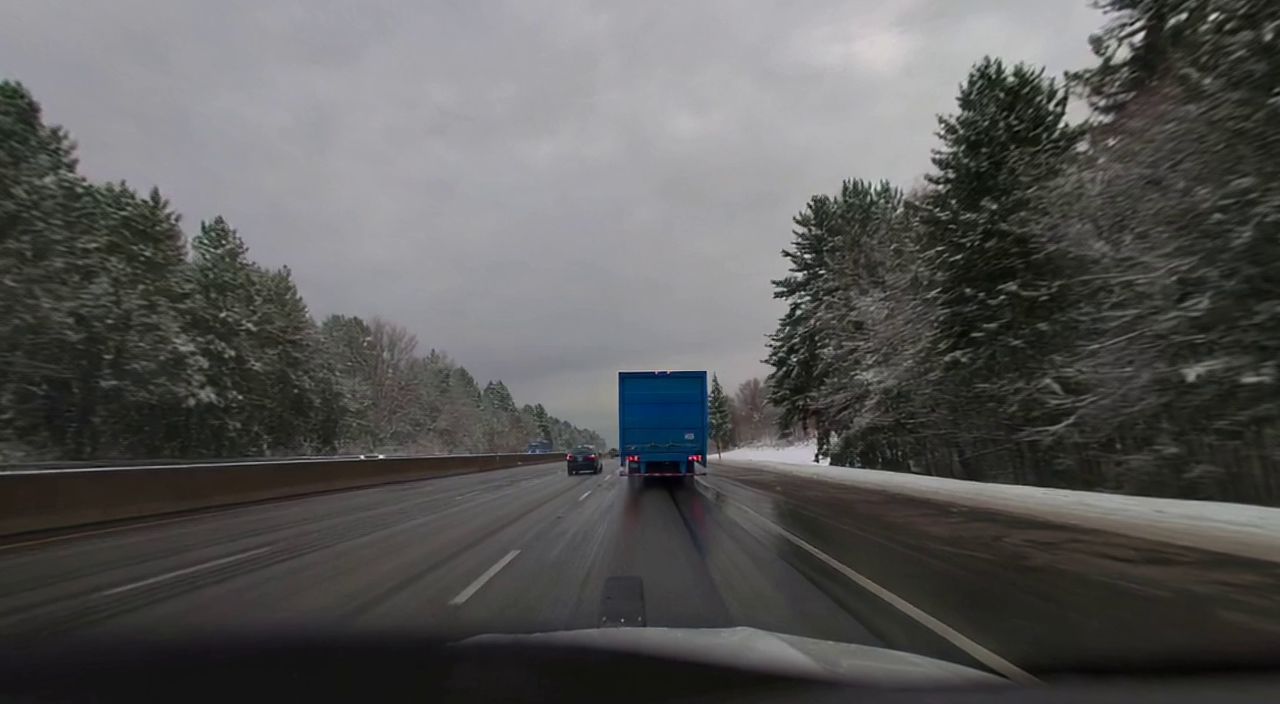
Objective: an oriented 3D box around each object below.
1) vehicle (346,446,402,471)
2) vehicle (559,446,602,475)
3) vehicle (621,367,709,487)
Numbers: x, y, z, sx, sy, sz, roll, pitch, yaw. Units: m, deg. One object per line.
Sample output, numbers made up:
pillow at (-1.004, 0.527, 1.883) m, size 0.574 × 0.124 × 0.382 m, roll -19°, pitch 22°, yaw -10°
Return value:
vehicle at (-19.346, 7.758, 46.120) m, size 1.974 × 1.711 × 4.813 m, roll 0°, pitch -9°, yaw 0°
vehicle at (-3.239, 5.957, 34.870) m, size 1.985 × 1.482 × 3.923 m, roll 0°, pitch -9°, yaw 0°
vehicle at (0.810, 3.234, 25.981) m, size 2.898 × 3.973 × 10.063 m, roll 0°, pitch -9°, yaw 0°
